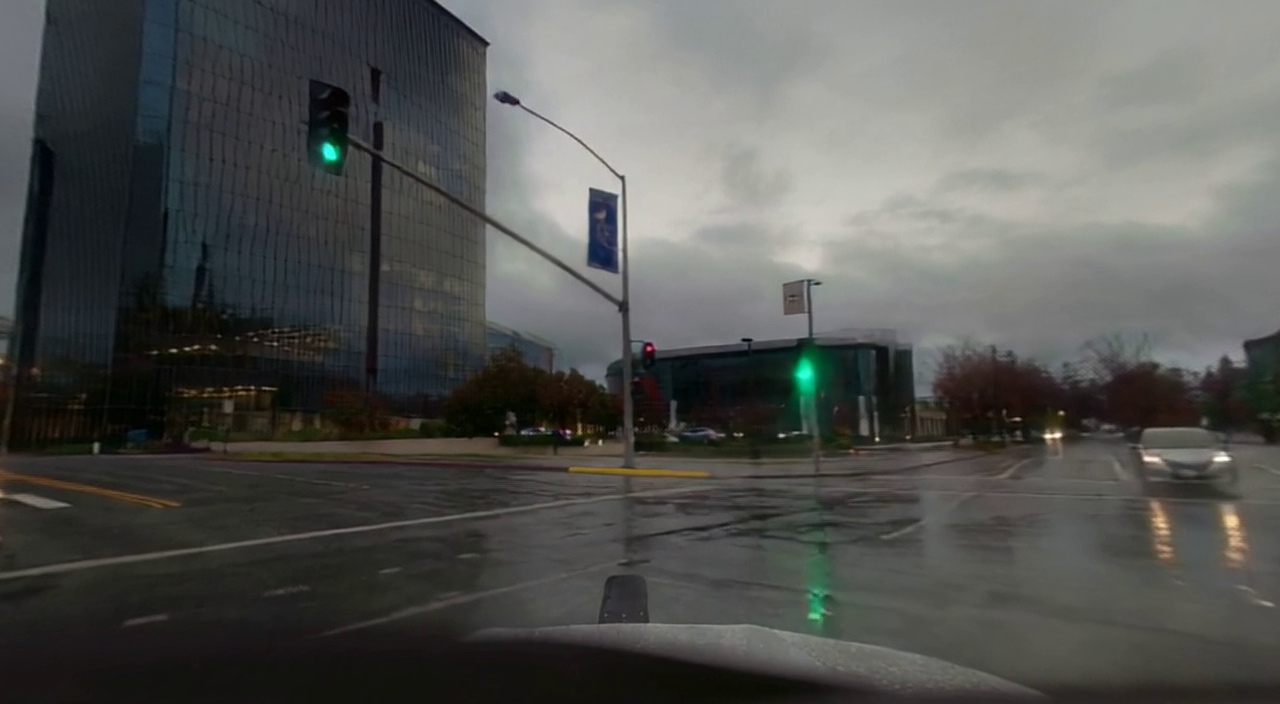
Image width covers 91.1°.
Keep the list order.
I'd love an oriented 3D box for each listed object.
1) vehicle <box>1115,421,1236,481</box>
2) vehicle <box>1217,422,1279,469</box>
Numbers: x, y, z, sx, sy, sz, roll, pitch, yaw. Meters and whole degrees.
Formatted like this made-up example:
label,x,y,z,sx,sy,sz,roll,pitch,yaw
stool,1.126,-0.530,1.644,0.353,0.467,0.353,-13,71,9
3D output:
label,x,y,z,sx,sy,sz,roll,pitch,yaw
vehicle,15.467,2.881,18.407,2.068,1.486,4.664,-6,-10,33
vehicle,21.470,3.166,21.288,1.973,1.456,4.287,-6,-10,32
